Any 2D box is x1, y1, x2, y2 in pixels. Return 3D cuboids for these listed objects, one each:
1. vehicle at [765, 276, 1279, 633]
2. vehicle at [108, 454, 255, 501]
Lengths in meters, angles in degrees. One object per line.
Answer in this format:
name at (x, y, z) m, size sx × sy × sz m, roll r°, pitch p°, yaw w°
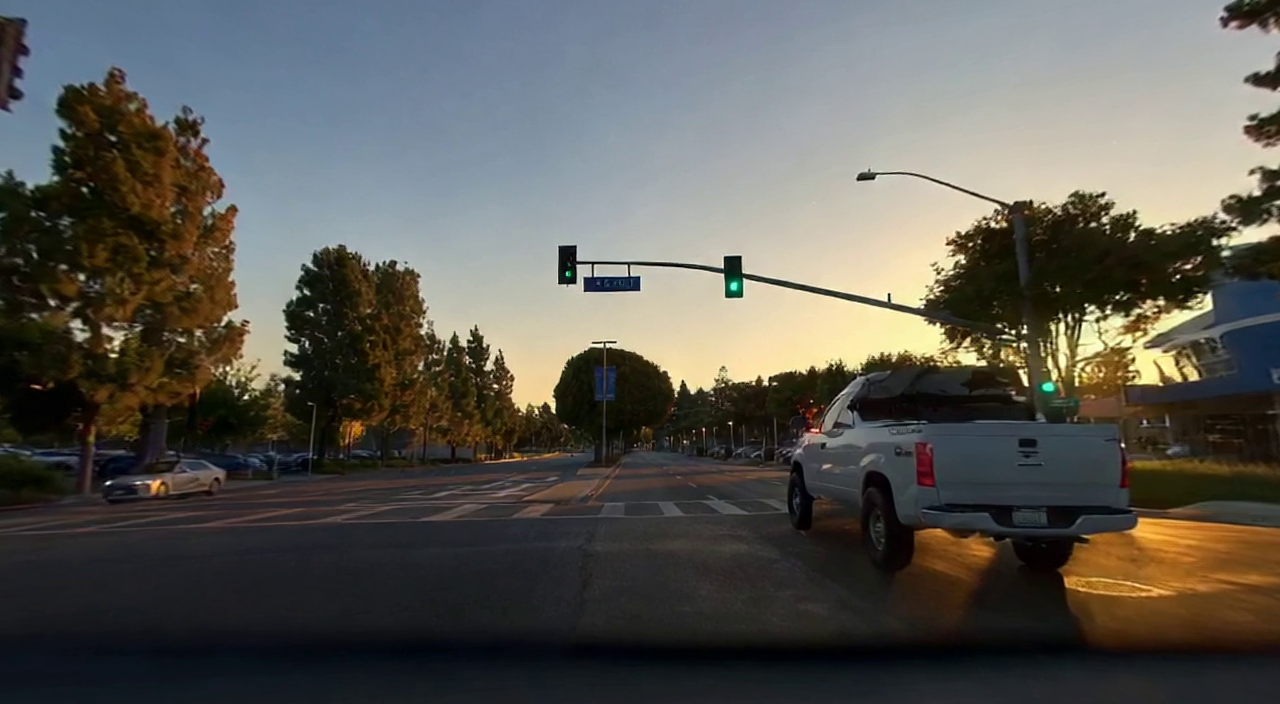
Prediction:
vehicle at (3.395, 1.147, 7.710) m, size 2.484 × 2.642 × 5.990 m, roll 0°, pitch -8°, yaw 0°
vehicle at (-16.932, 4.627, 23.645) m, size 1.866 × 1.469 × 4.682 m, roll -1°, pitch -8°, yaw 3°
